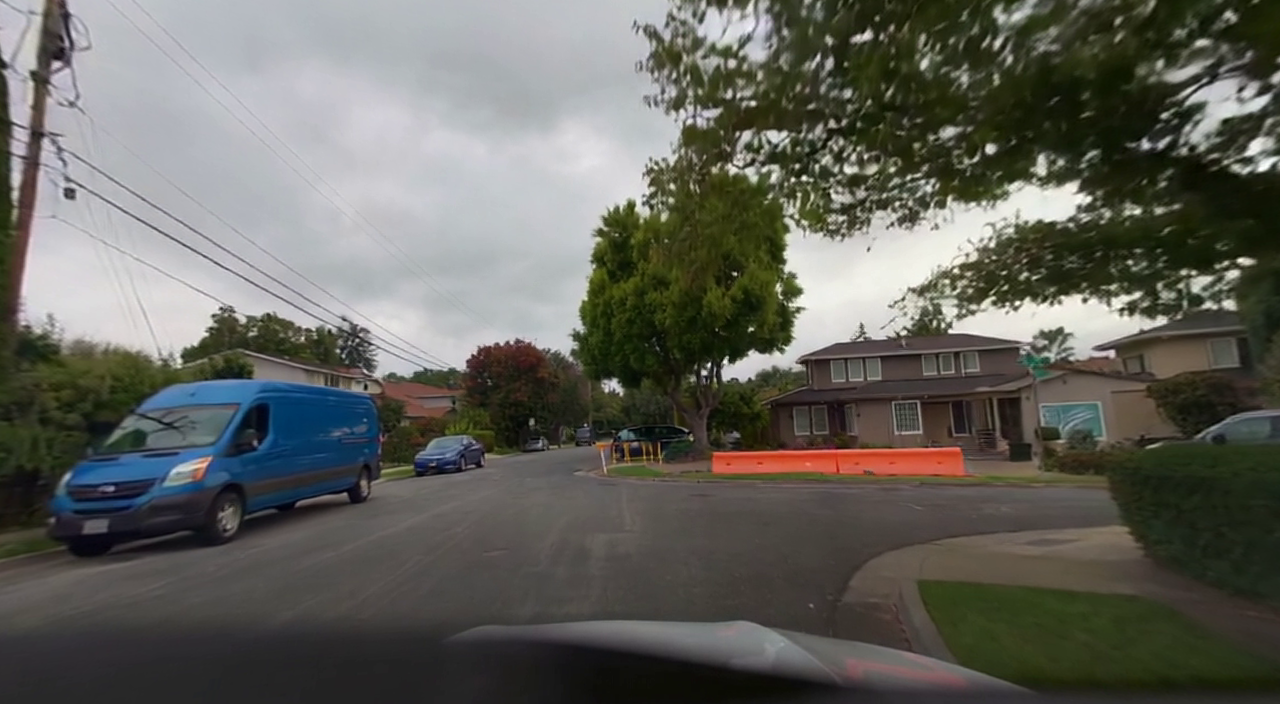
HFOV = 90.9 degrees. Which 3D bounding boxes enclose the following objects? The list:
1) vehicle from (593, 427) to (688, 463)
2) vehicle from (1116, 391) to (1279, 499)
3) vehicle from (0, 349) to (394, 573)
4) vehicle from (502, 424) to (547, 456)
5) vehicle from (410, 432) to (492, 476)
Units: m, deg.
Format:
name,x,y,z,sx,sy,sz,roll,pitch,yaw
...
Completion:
name,x,y,z,sx,sy,sz,roll,pitch,yaw
vehicle,0.084,4.102,27.961,4.070,1.436,1.827,7,-10,-42
vehicle,12.186,1.752,11.996,4.624,1.924,2.005,-5,-9,29
vehicle,-6.623,1.625,10.894,2.284,2.500,7.006,-2,-6,-3
vehicle,-7.430,5.696,41.024,2.042,1.937,4.960,0,-8,-1
vehicle,-7.065,3.816,23.940,1.899,1.524,4.082,0,-8,-1
